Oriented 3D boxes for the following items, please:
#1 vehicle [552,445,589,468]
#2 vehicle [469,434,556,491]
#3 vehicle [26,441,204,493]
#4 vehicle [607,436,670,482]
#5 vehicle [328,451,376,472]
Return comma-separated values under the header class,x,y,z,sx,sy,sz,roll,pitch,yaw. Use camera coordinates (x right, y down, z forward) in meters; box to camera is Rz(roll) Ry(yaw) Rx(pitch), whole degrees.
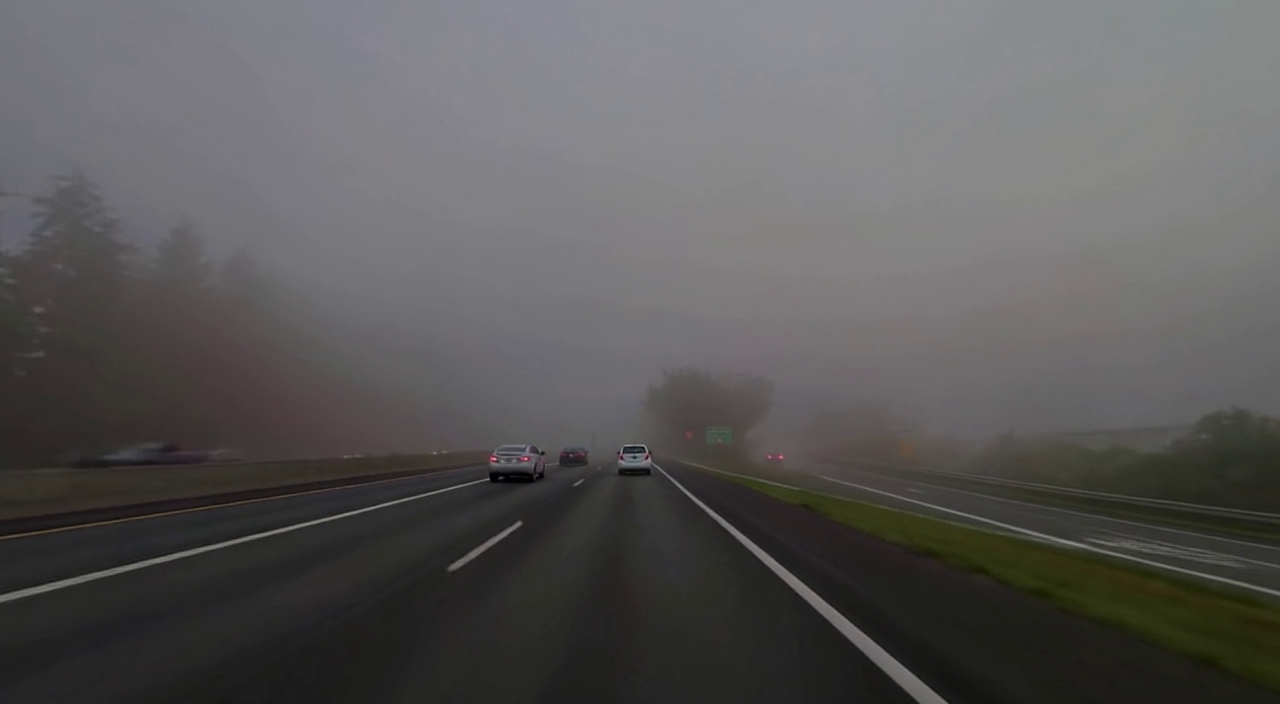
class,x,y,z,sx,sy,sz,roll,pitch,yaw
vehicle,-4.800,7.250,43.963,2.084,1.528,4.094,0,-8,0
vehicle,-4.203,3.719,21.553,2.044,1.717,4.421,0,-8,0
vehicle,-17.510,3.828,21.493,2.069,1.557,4.685,0,-8,-1
vehicle,-0.091,4.397,26.294,2.378,1.750,4.355,0,-8,-1
vehicle,-21.427,8.137,47.211,1.776,1.421,3.933,0,-8,-1
